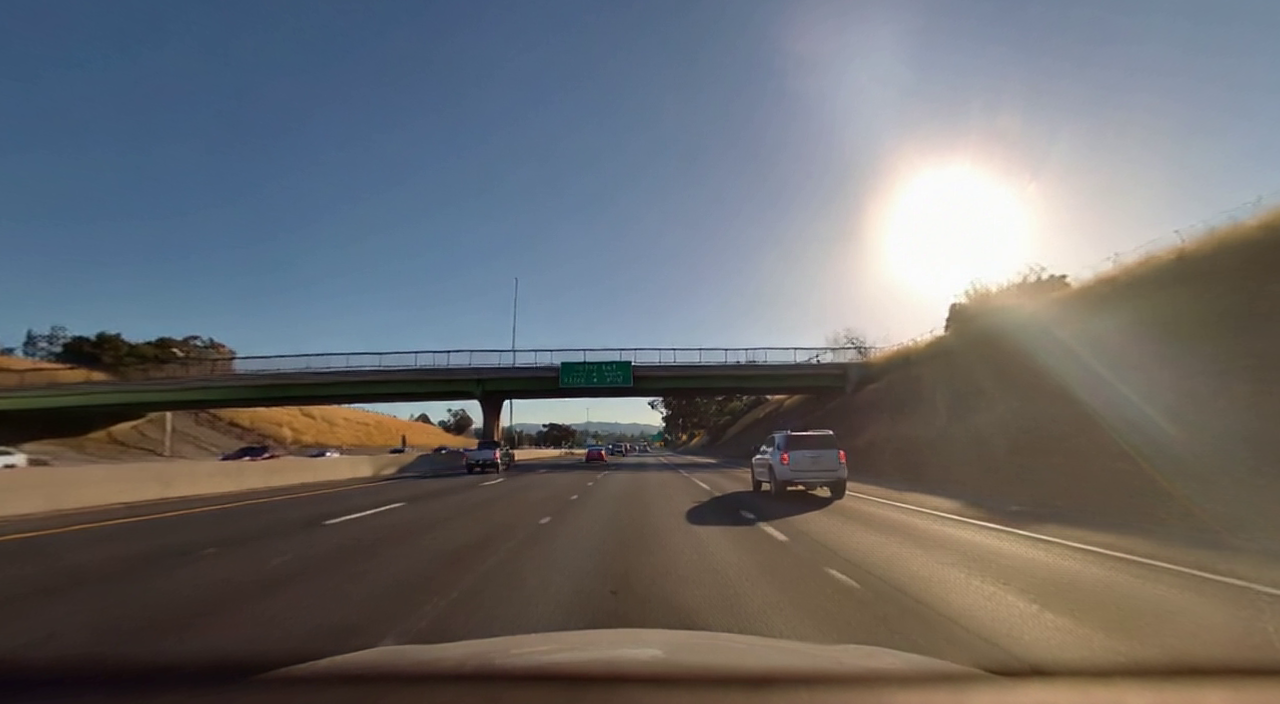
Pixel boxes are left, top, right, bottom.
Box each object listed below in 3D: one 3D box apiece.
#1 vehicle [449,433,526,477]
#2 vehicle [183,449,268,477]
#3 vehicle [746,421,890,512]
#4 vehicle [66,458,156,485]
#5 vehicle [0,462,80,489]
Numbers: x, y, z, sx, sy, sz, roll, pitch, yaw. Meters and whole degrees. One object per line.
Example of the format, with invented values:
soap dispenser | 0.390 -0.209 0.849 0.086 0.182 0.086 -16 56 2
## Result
vehicle | -7.503 5.147 31.669 2.341 1.959 5.684 0 -9 1
vehicle | -25.616 6.855 39.127 2.032 1.626 4.675 0 -9 1
vehicle | 3.803 2.540 14.343 1.990 1.735 4.276 0 -9 0
vehicle | -32.926 7.436 39.406 1.812 1.502 4.574 0 -9 -3
vehicle | -38.972 7.876 40.398 1.853 1.510 4.769 0 -9 -3
